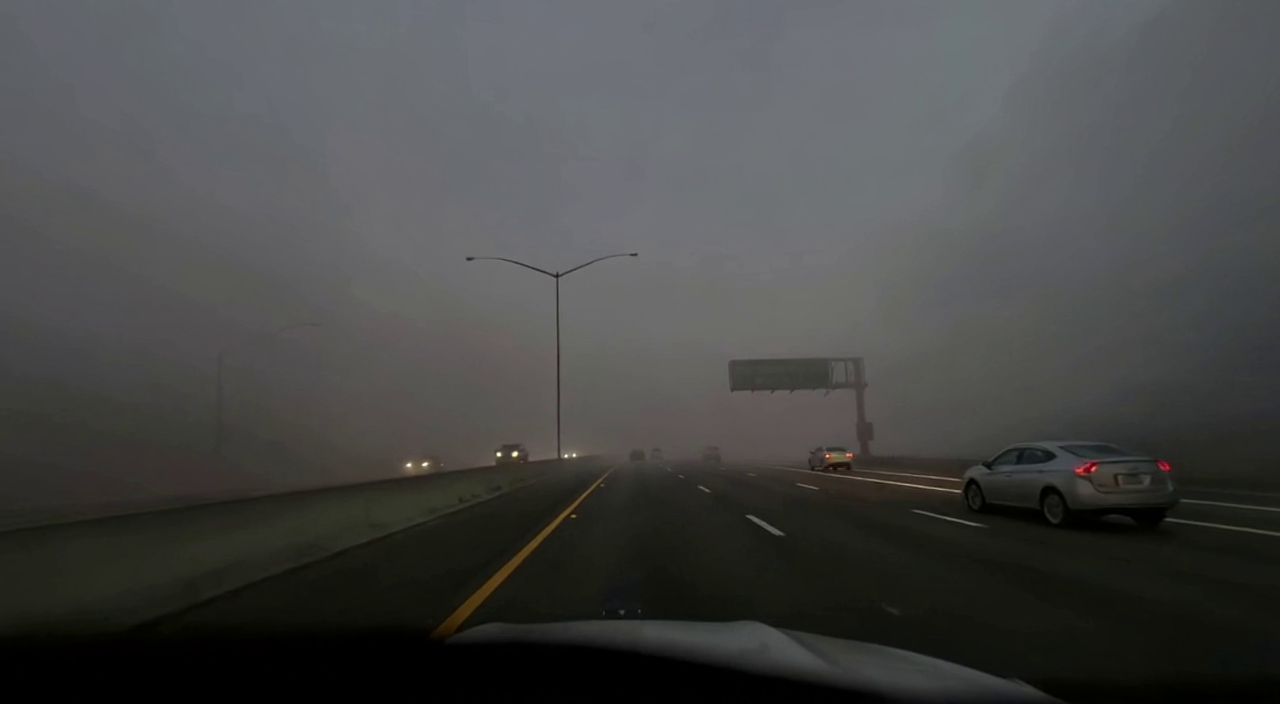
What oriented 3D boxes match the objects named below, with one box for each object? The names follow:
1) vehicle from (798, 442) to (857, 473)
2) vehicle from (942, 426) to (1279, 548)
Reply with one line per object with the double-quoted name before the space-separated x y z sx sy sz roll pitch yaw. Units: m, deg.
"vehicle" 10.978 6.177 37.294 2.068 1.680 4.361 -1 -8 0
"vehicle" 7.207 2.089 10.529 1.901 1.548 4.684 0 -9 -2
